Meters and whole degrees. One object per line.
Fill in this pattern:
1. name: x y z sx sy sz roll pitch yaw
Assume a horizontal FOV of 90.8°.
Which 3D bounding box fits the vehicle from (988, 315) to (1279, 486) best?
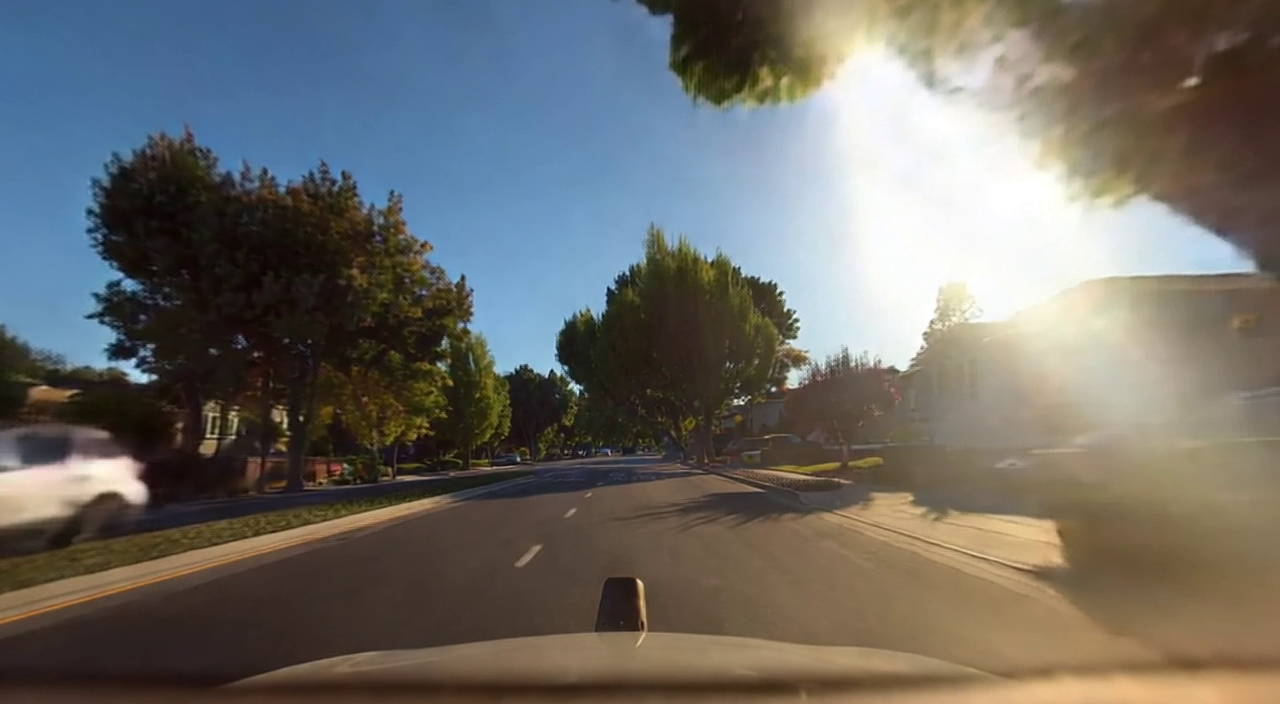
1. vehicle: 17.547 1.472 18.697 12.151 4.157 3.709 -1 -15 -6
